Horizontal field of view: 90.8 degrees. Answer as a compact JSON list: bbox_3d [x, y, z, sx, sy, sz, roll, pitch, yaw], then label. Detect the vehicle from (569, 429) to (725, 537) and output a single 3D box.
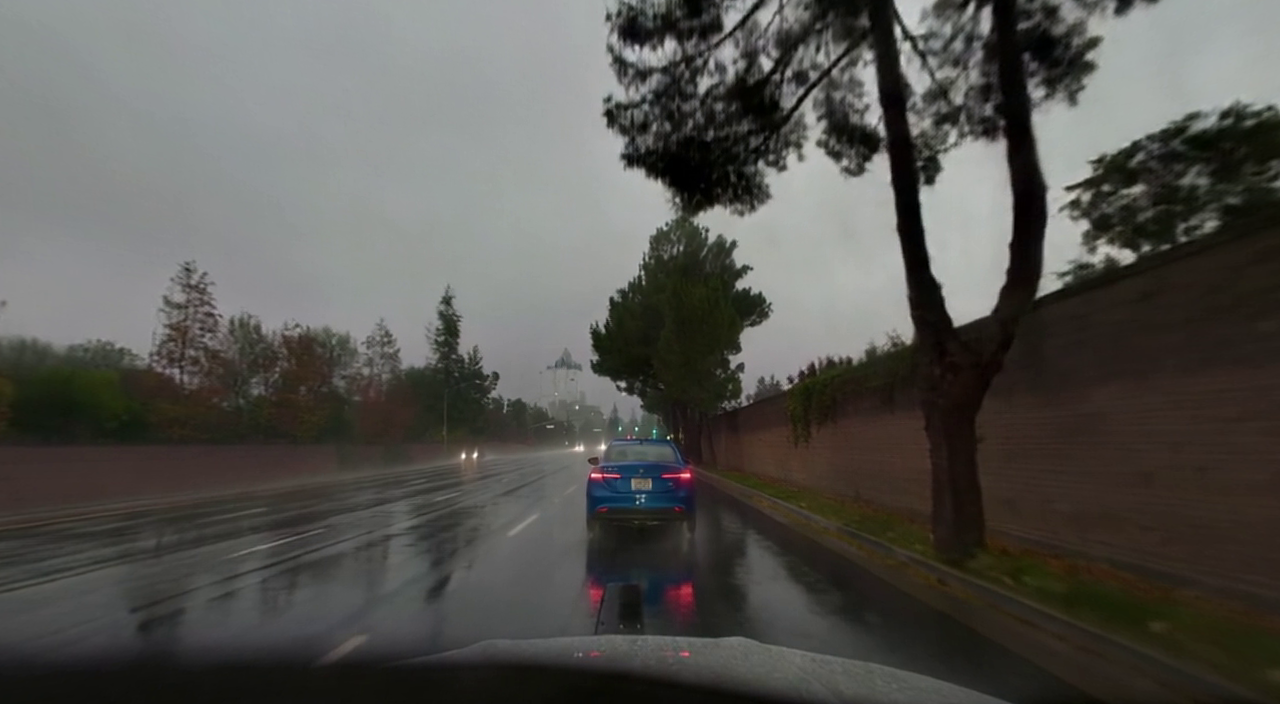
[{"bbox_3d":[0.065,2.179,11.166,2.205,1.509,4.272,0,-8,-1],"label":"vehicle"}]
